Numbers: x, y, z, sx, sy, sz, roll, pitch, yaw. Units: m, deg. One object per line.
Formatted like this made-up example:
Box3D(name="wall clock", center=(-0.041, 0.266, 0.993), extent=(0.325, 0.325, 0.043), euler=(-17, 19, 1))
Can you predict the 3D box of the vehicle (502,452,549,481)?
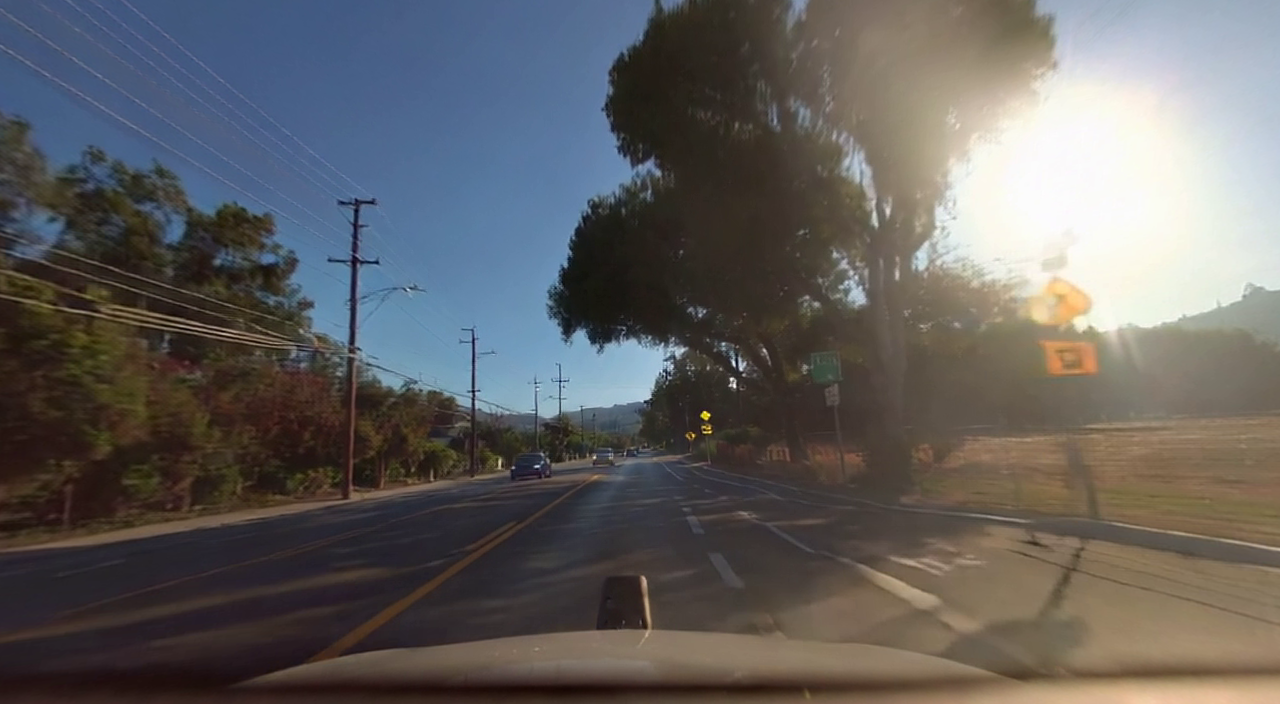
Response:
Box3D(name="vehicle", center=(-7.353, 7.404, 40.787), extent=(2.140, 1.621, 4.776), euler=(-3, -9, 0))
